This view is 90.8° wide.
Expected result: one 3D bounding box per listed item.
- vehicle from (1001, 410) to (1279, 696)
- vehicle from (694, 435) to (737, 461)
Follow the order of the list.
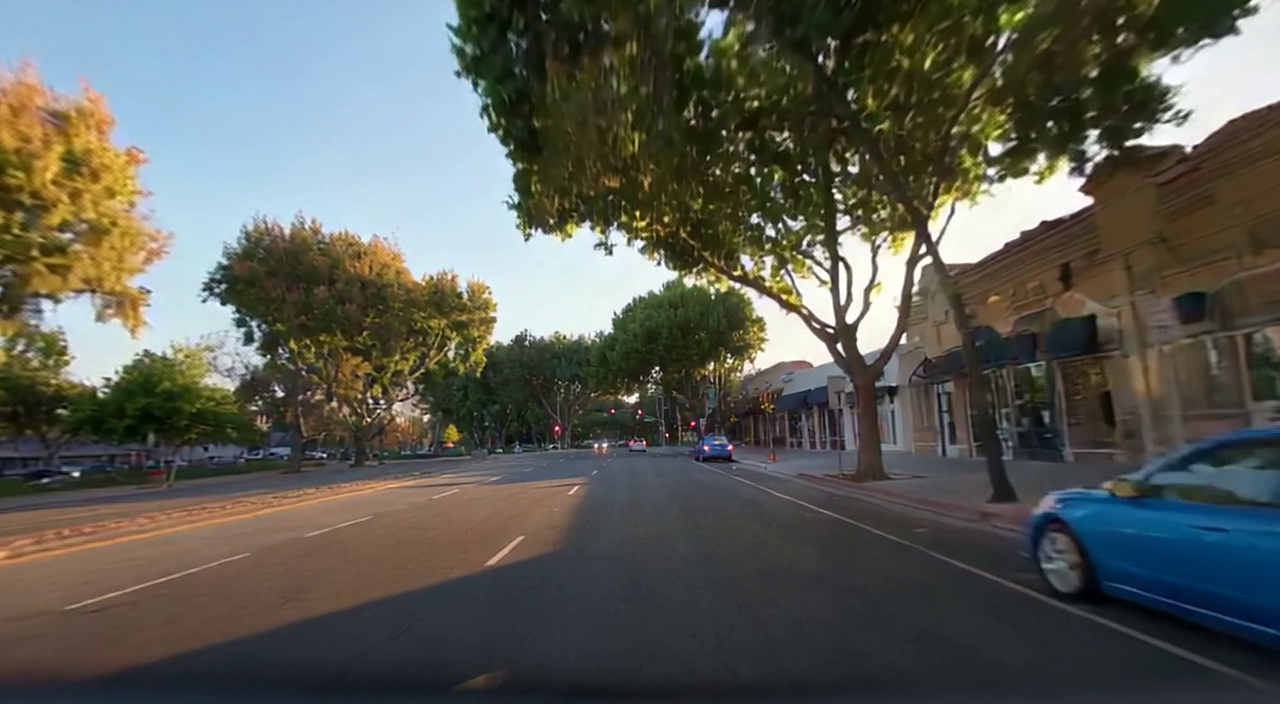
[{"bbox_3d":[4.313,1.017,3.214,2.093,1.446,4.761,0,-8,-1],"label":"vehicle"},{"bbox_3d":[4.540,5.855,38.531,1.942,1.469,4.049,0,-8,-3],"label":"vehicle"}]
